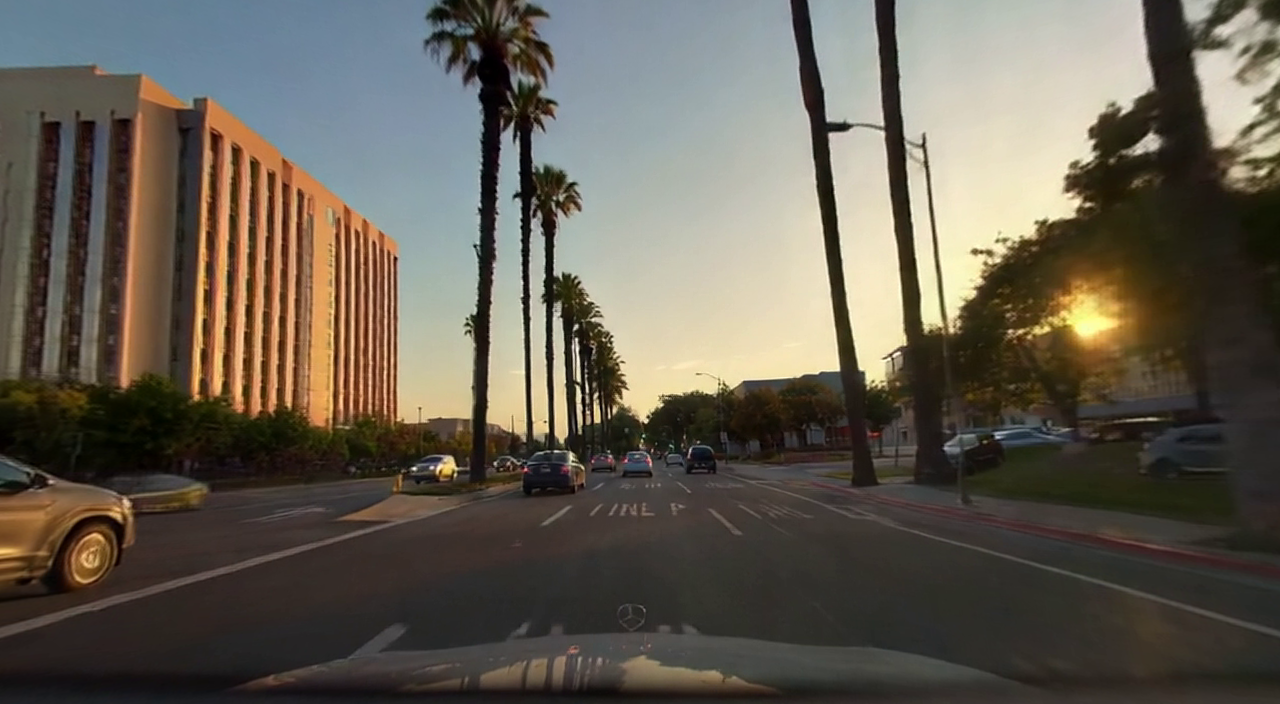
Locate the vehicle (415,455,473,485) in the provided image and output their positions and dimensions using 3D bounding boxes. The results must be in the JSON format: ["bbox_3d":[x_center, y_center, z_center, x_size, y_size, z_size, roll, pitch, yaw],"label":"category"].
[{"bbox_3d":[-11.736,7.087,38.045,2.034,1.649,4.577,0,-9,0],"label":"vehicle"}]

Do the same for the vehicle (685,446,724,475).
[{"bbox_3d":[4.192,7.171,41.764,2.108,1.785,4.334,0,-9,-1],"label":"vehicle"}]

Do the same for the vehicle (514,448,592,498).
[{"bbox_3d":[-2.864,4.109,21.760,1.908,1.505,4.369,0,-9,2],"label":"vehicle"}]

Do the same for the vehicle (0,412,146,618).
[{"bbox_3d":[-6.501,1.267,4.601,2.030,1.730,4.506,0,-9,1],"label":"vehicle"}]

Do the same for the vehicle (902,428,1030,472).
[{"bbox_3d":[12.206,3.685,23.587,4.378,1.463,1.824,5,-10,-23],"label":"vehicle"}]

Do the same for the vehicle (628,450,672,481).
[{"bbox_3d":[0.518,5.955,33.143,2.147,1.507,3.953,0,-9,1],"label":"vehicle"}]

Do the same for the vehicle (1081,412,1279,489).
[{"bbox_3d":[12.182,2.188,13.983,4.453,1.475,1.823,4,-10,-25],"label":"vehicle"}]
